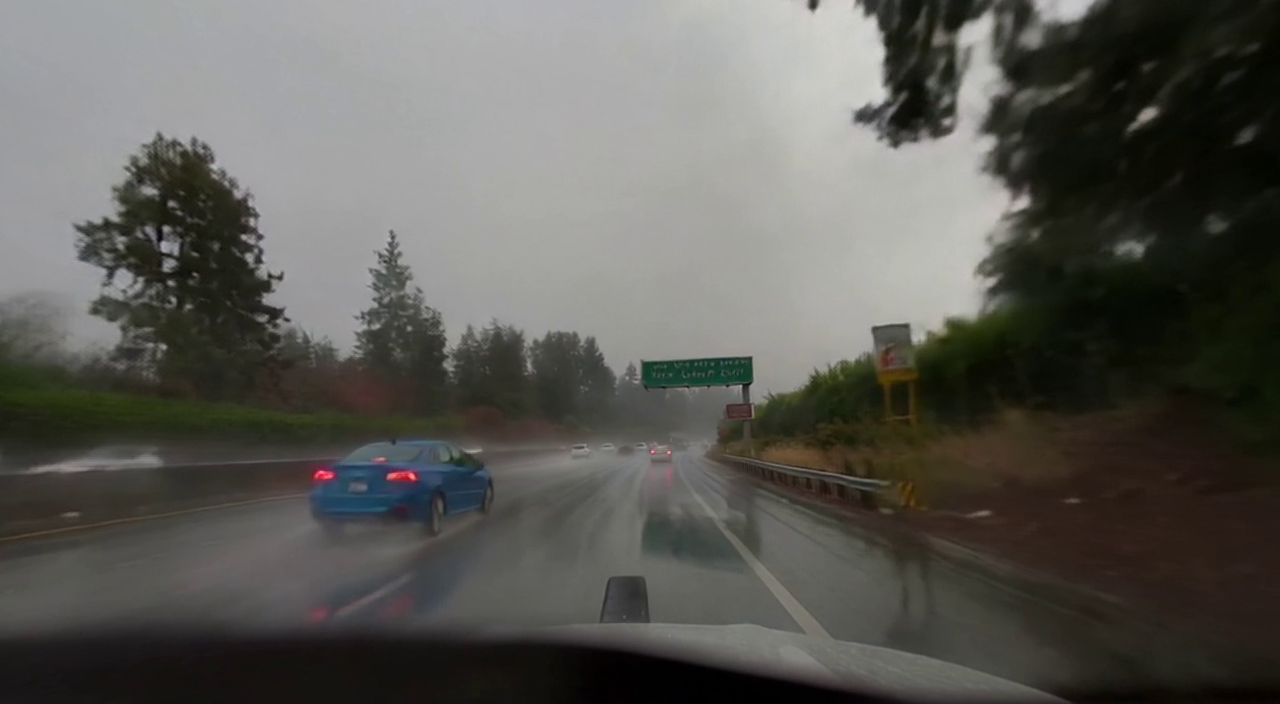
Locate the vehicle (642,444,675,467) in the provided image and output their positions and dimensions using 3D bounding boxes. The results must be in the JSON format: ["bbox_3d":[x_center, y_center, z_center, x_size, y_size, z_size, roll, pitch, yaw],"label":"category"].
[{"bbox_3d":[1.280,6.979,42.556,2.113,1.464,4.073,0,-8,3],"label":"vehicle"}]

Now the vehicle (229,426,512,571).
[{"bbox_3d":[-3.356,1.906,9.056,2.024,1.531,4.431,0,-8,1],"label":"vehicle"}]
